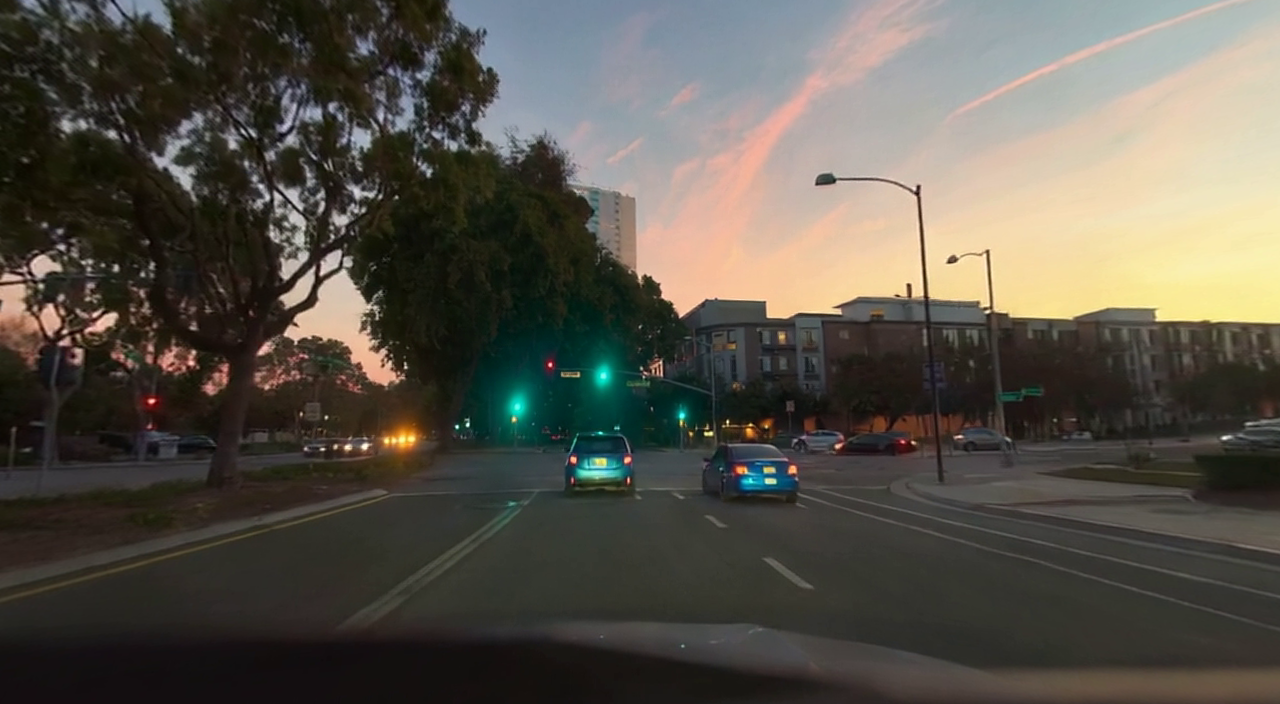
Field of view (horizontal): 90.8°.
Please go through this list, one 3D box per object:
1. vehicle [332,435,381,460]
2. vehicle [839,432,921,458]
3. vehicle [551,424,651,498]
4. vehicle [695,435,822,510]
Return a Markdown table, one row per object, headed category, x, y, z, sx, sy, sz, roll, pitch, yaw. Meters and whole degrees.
| category | x | y | z | sx | sy | sz | roll | pitch | yaw |
| --- | --- | --- | --- | --- | --- | --- | --- | --- | --- |
| vehicle | -20.711 | 7.033 | 46.368 | 2.207 | 1.765 | 4.569 | 2 | -9 | -11 |
| vehicle | 16.882 | 6.583 | 44.691 | 5.023 | 1.756 | 2.001 | -1 | -9 | 8 |
| vehicle | -1.077 | 2.869 | 16.884 | 2.317 | 1.713 | 4.231 | 1 | -9 | -5 |
| vehicle | 2.581 | 2.763 | 14.938 | 1.918 | 1.479 | 4.468 | 1 | -9 | -3 |
